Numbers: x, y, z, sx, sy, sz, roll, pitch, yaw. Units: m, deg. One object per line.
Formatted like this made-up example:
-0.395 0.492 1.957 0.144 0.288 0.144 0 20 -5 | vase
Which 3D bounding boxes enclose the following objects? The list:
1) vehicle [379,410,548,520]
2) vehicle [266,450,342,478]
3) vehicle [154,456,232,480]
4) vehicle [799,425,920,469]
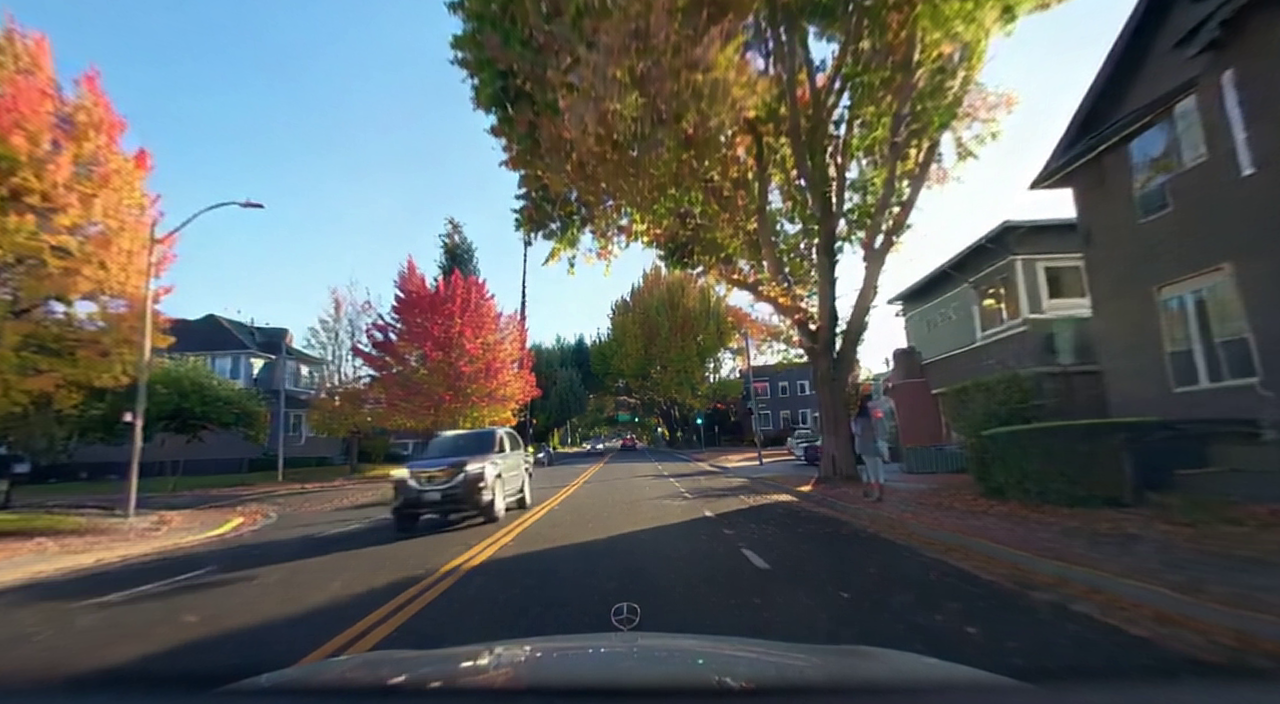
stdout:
-3.575 2.428 14.139 2.275 1.953 5.423 0 -8 -1 | vehicle
-21.554 7.198 40.788 2.052 1.470 4.633 -6 -9 7 | vehicle
-31.974 8.271 45.361 1.914 1.493 4.248 -2 -9 15 | vehicle
9.265 4.052 27.020 4.385 1.612 2.070 -3 -8 4 | vehicle
